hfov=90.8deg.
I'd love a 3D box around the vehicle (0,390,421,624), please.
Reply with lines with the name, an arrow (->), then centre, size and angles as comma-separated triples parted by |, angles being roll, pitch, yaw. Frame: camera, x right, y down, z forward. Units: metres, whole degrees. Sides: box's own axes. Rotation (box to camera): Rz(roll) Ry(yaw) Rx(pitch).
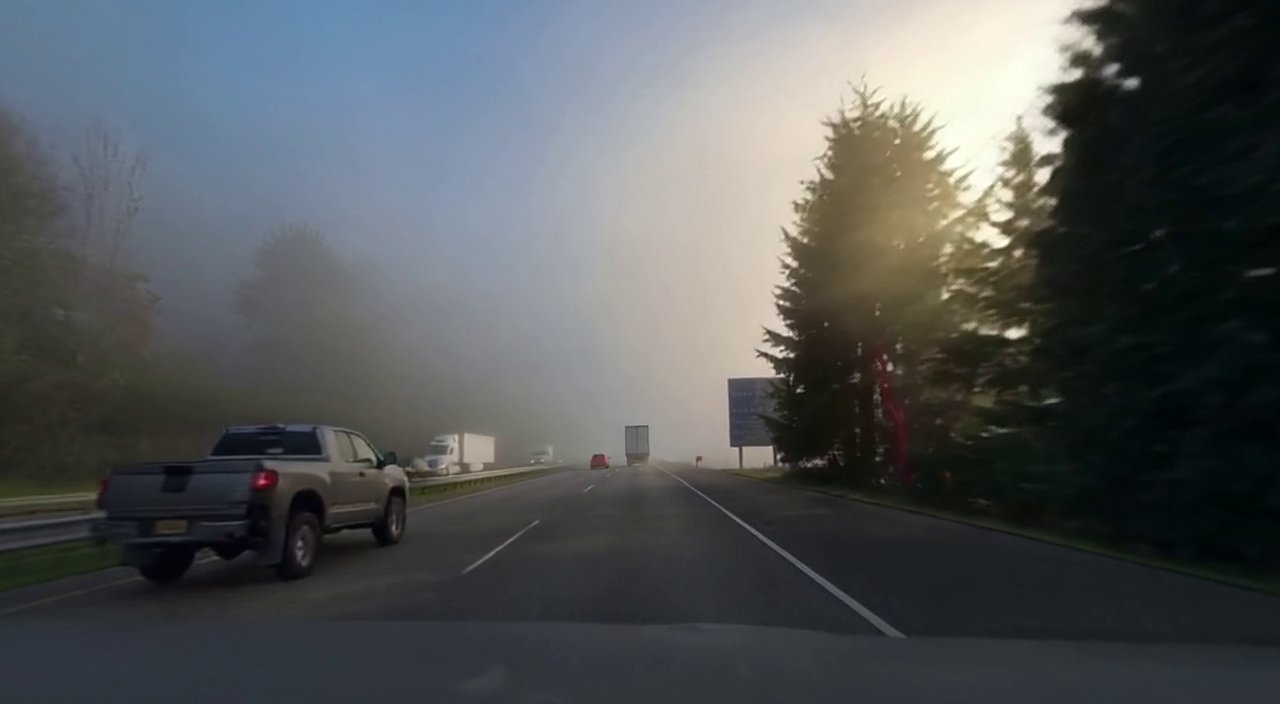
vehicle -> -4.485, 1.594, 7.411 | 2.079, 1.845, 4.654 | 0, -9, 1
